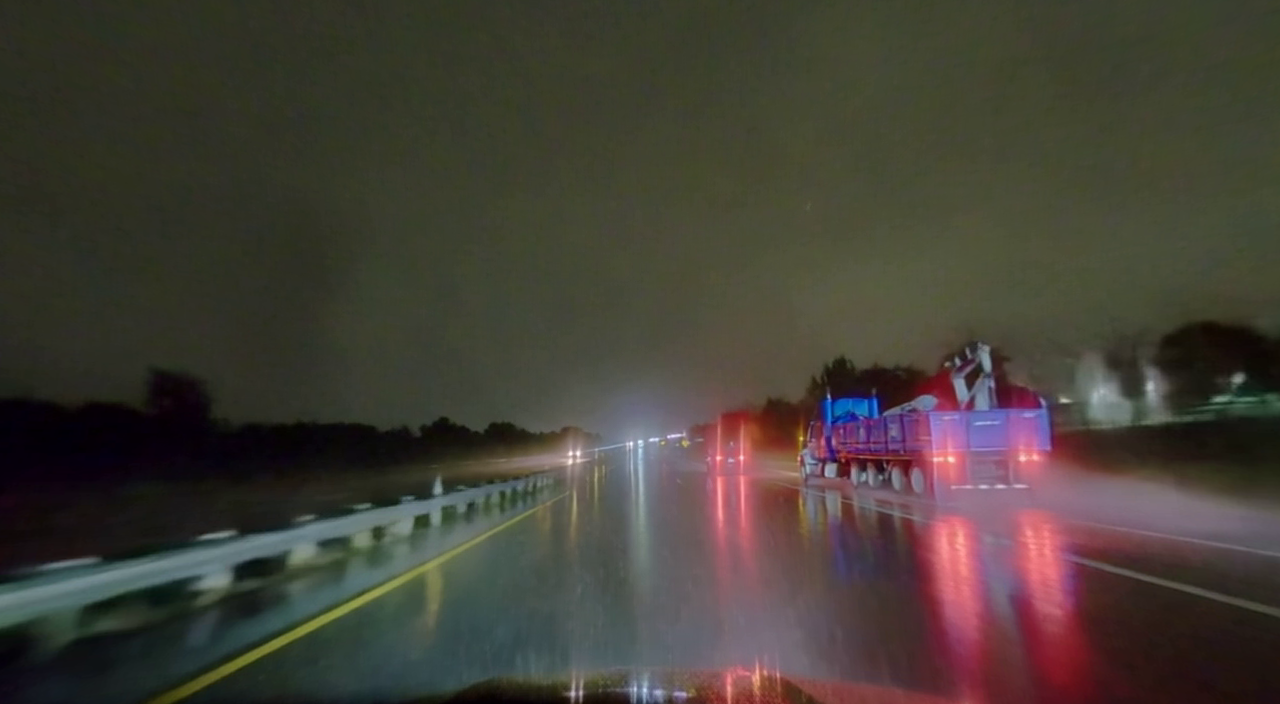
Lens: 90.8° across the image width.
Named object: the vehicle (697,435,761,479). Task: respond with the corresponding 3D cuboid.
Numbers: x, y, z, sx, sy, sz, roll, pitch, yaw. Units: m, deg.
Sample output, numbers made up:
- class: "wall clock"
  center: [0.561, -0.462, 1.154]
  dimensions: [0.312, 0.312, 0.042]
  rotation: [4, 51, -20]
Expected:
- class: "vehicle"
  center: [4.387, 5.303, 32.065]
  dimensions: [2.309, 2.003, 5.139]
  rotation: [0, -9, -2]
